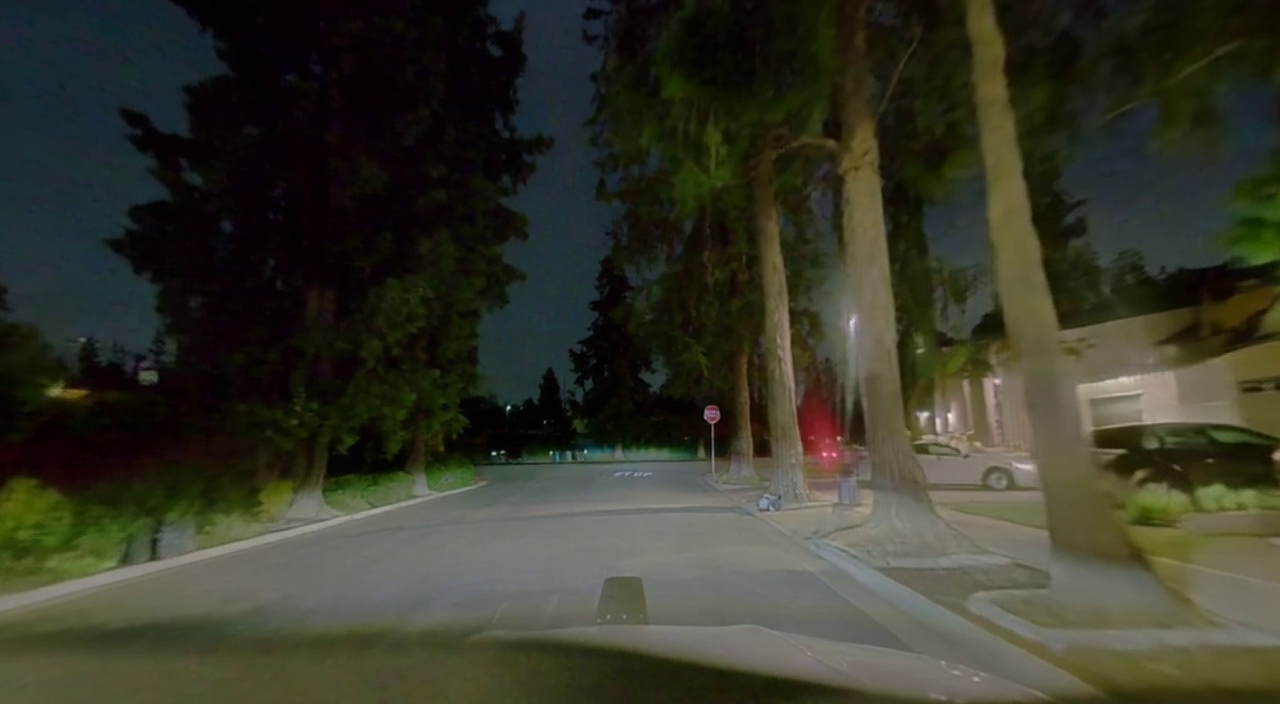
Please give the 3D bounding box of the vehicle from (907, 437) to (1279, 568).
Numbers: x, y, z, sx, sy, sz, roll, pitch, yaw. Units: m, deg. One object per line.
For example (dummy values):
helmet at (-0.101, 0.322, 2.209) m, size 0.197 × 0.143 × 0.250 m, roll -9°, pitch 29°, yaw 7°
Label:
vehicle at (5.859, 1.782, 7.834) m, size 4.229 × 1.402 × 1.811 m, roll 0°, pitch -9°, yaw 2°
